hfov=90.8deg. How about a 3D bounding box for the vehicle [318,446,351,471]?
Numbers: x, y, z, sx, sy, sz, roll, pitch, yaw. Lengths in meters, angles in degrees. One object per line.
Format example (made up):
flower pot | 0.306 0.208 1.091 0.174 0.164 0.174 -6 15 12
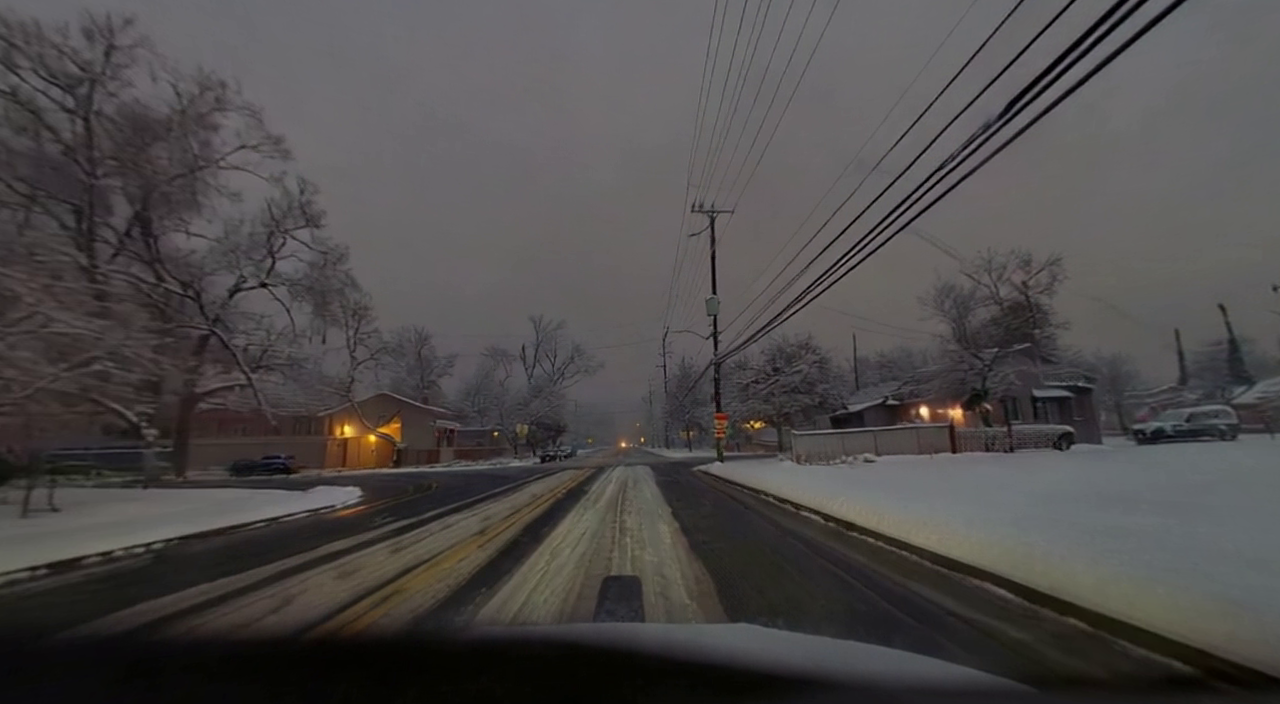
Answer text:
vehicle | -23.932 8.310 49.602 2.083 1.802 4.455 4 -9 -24

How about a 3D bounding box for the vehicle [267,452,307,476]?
vehicle | -24.272 7.650 43.582 1.955 1.448 4.542 3 -9 -24
